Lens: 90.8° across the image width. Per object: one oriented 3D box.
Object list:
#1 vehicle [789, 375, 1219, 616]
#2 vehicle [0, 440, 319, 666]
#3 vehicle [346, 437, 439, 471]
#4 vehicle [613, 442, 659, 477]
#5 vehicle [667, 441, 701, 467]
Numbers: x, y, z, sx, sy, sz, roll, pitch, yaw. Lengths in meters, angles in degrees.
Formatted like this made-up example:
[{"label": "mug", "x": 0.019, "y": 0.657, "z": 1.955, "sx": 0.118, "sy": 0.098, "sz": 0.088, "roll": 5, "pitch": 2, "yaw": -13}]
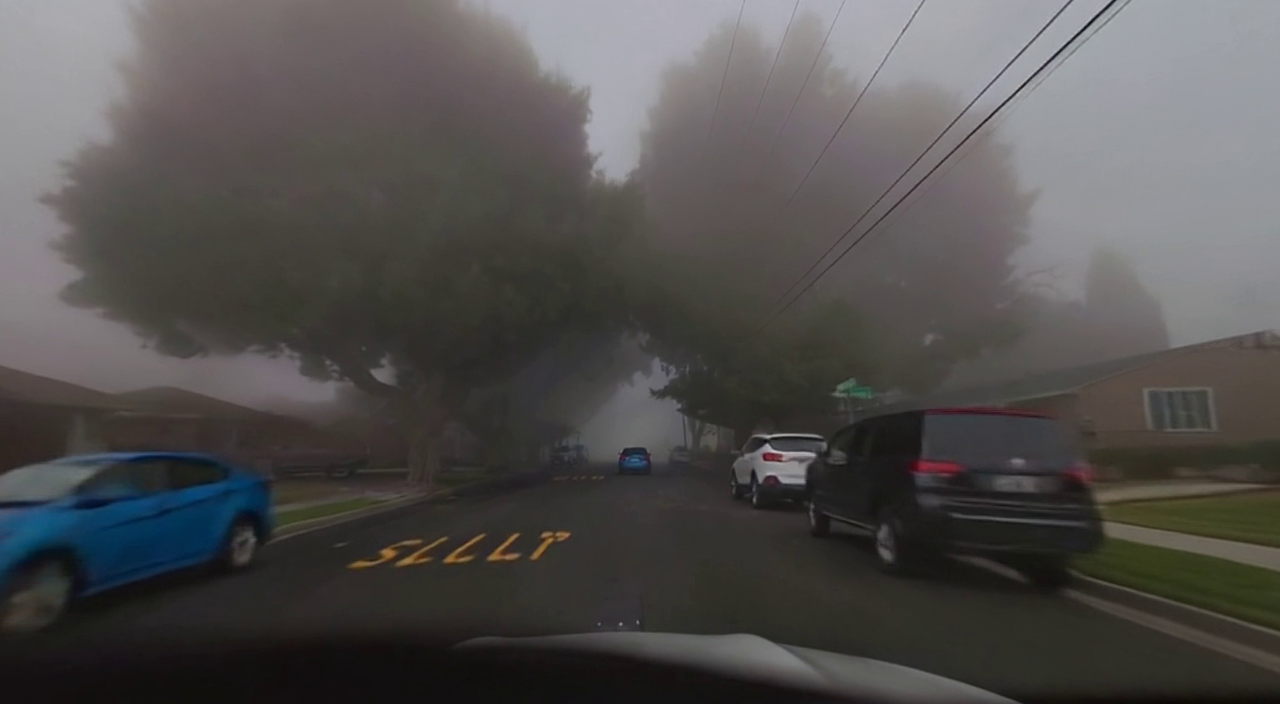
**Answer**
[{"label": "vehicle", "x": 3.576, "y": 1.539, "z": 7.711, "sx": 2.221, "sy": 1.960, "sz": 4.927, "roll": 0, "pitch": -8, "yaw": -1}, {"label": "vehicle", "x": -5.257, "y": 1.638, "z": 6.023, "sx": 1.984, "sy": 1.498, "sz": 4.508, "roll": -3, "pitch": -8, "yaw": 1}, {"label": "vehicle", "x": -13.524, "y": 5.577, "z": 34.716, "sx": 4.253, "sy": 1.772, "sz": 1.980, "roll": 1, "pitch": -9, "yaw": -3}, {"label": "vehicle", "x": -0.193, "y": 4.899, "z": 29.081, "sx": 2.000, "sy": 1.449, "sz": 4.006, "roll": 0, "pitch": -8, "yaw": -1}, {"label": "vehicle", "x": 3.005, "y": 7.041, "z": 43.826, "sx": 1.978, "sy": 1.690, "sz": 4.306, "roll": 0, "pitch": -8, "yaw": -1}]
